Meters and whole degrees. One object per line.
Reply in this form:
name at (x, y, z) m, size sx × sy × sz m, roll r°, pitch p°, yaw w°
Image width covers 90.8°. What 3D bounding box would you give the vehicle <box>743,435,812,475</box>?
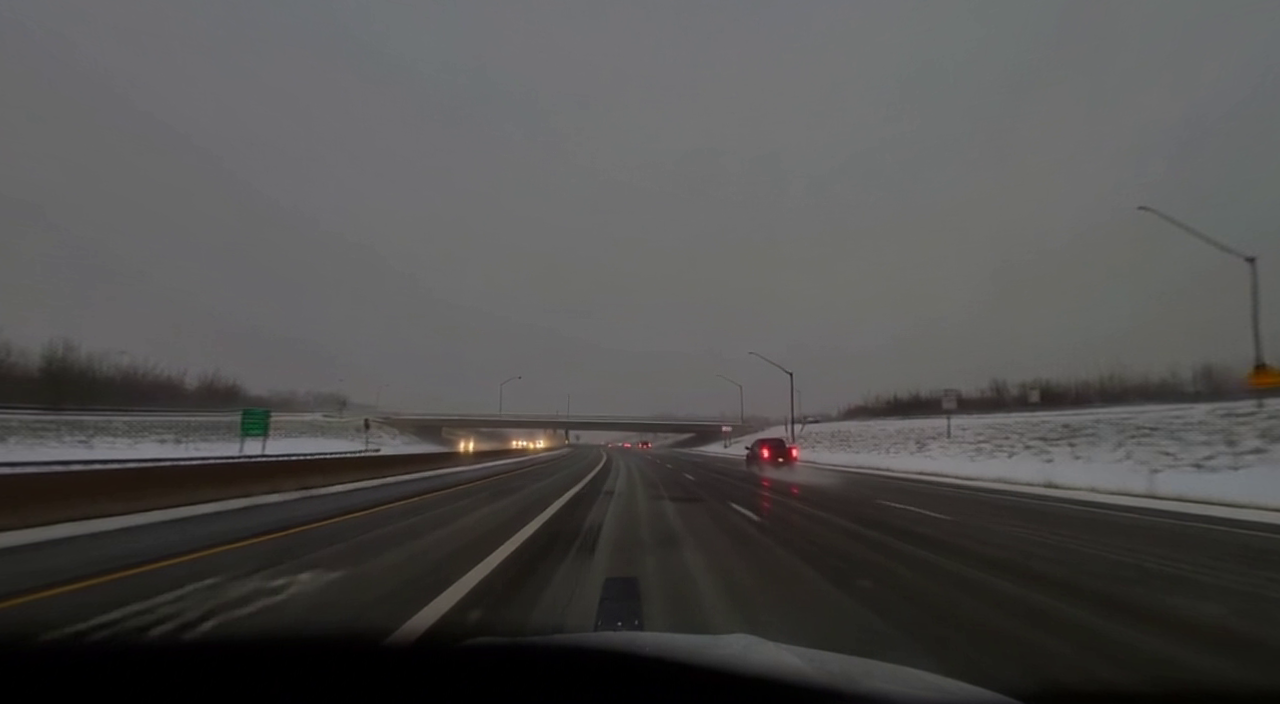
vehicle at (6.362, 4.827, 29.798) m, size 2.104 × 1.723 × 4.538 m, roll 0°, pitch -9°, yaw -2°
